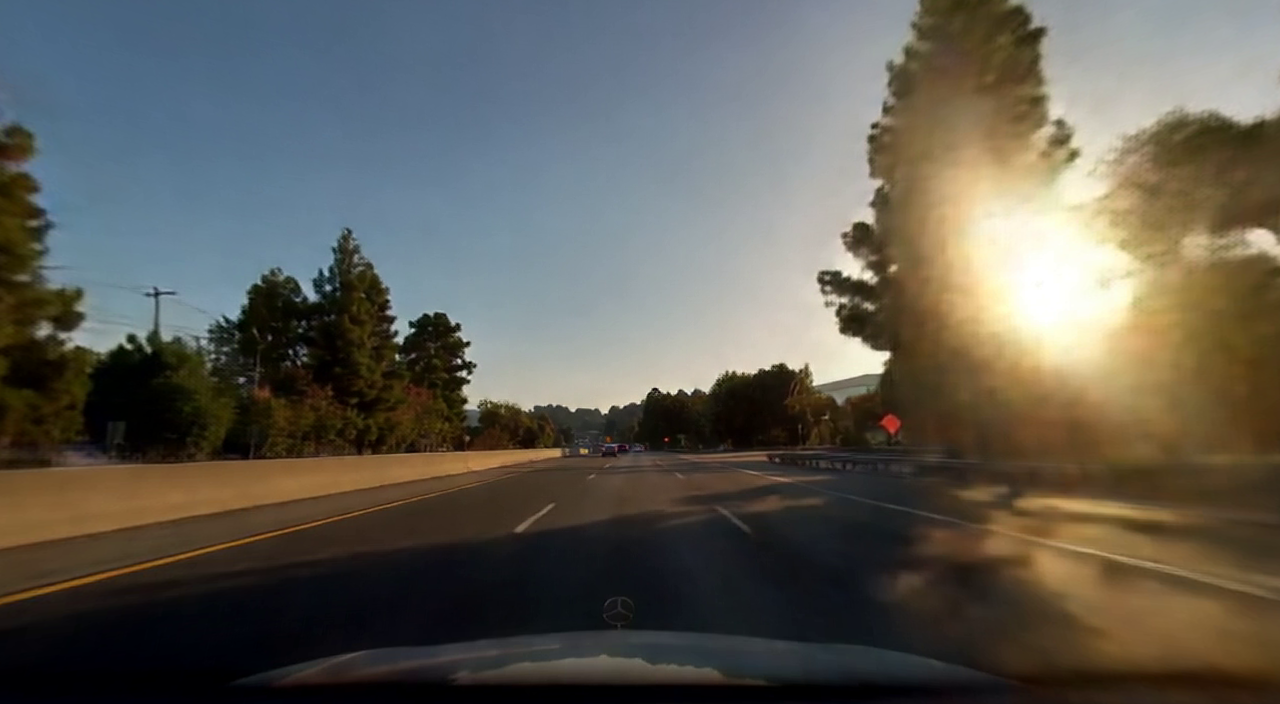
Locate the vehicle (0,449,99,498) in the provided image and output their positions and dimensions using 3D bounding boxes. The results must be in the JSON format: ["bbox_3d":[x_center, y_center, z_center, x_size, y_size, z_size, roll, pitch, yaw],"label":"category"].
[{"bbox_3d":[-21.245,4.042,21.219,1.946,1.512,4.747,0,-9,0],"label":"vehicle"}]
